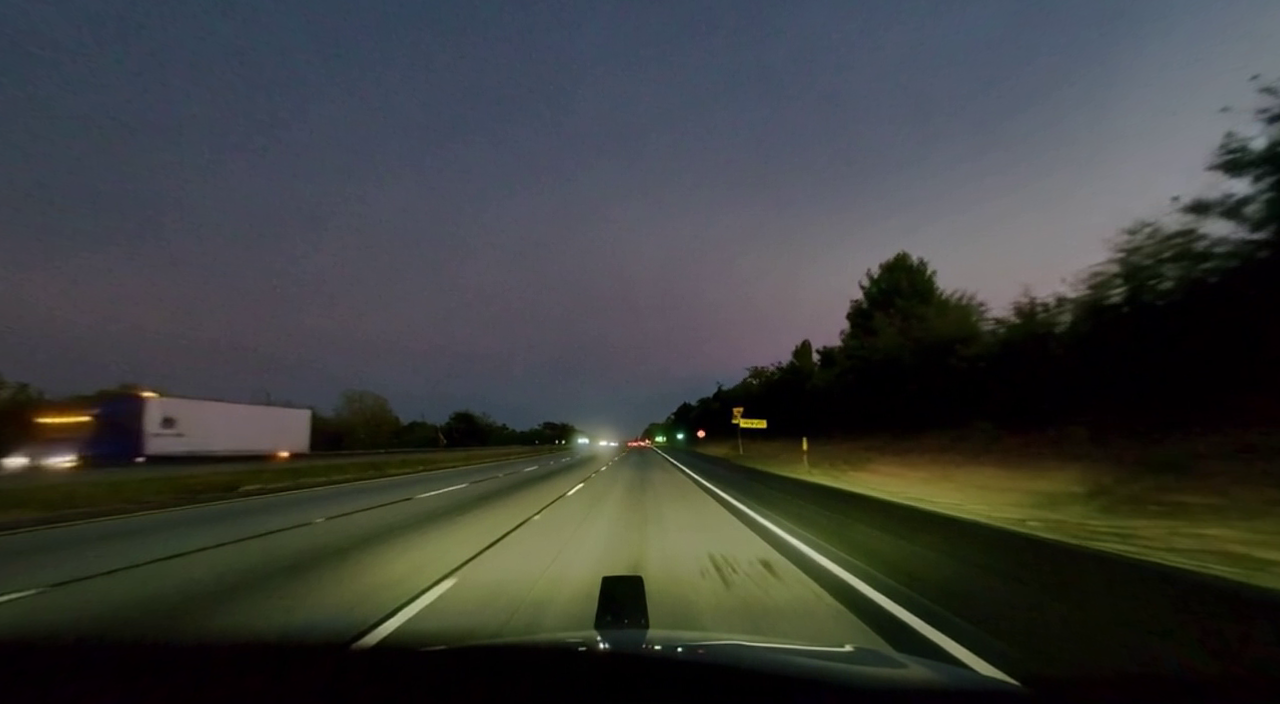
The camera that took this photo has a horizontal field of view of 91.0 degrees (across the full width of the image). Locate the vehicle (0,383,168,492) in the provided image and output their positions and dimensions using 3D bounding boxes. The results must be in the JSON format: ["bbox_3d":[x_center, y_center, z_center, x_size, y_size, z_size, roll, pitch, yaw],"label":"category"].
[{"bbox_3d":[-23.175,3.529,25.949,2.978,4.016,5.378,0,-8,0],"label":"vehicle"}]
